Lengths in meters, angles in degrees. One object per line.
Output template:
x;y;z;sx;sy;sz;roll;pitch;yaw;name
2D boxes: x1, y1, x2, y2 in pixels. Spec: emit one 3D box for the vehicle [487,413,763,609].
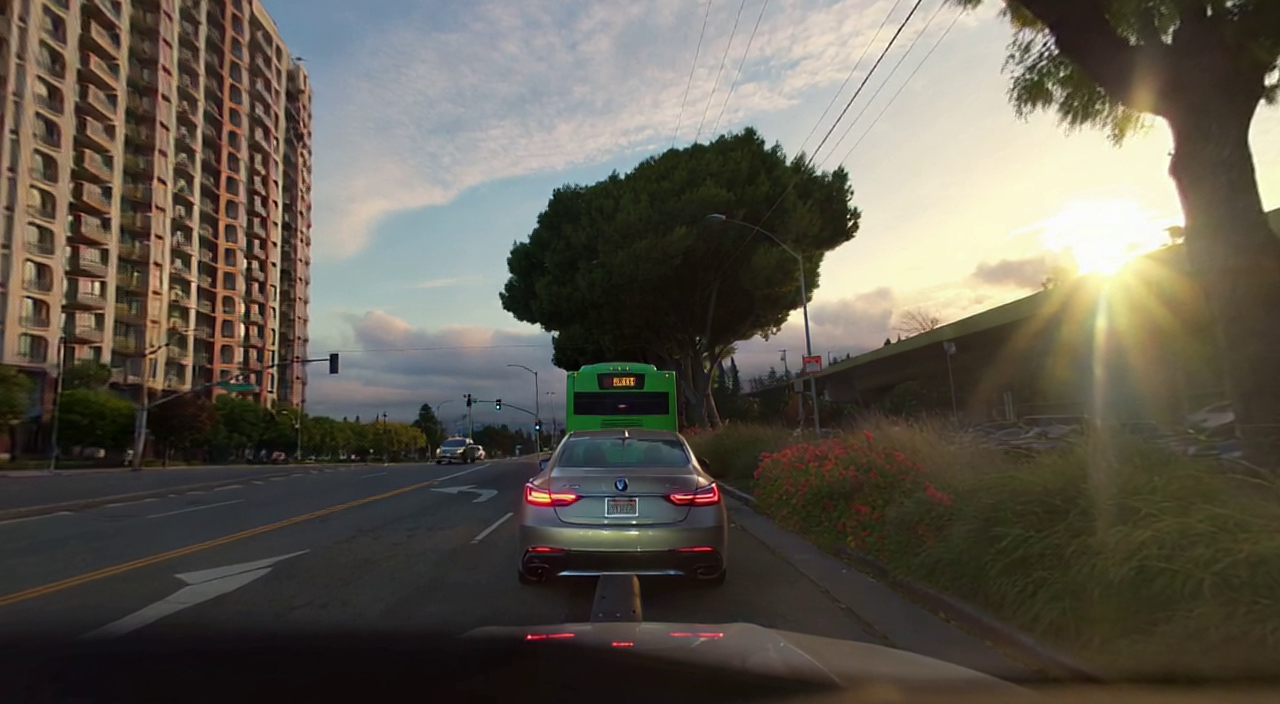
-0.155;1.457;6.746;2.064;1.452;3.942;0;-8;-1;vehicle
